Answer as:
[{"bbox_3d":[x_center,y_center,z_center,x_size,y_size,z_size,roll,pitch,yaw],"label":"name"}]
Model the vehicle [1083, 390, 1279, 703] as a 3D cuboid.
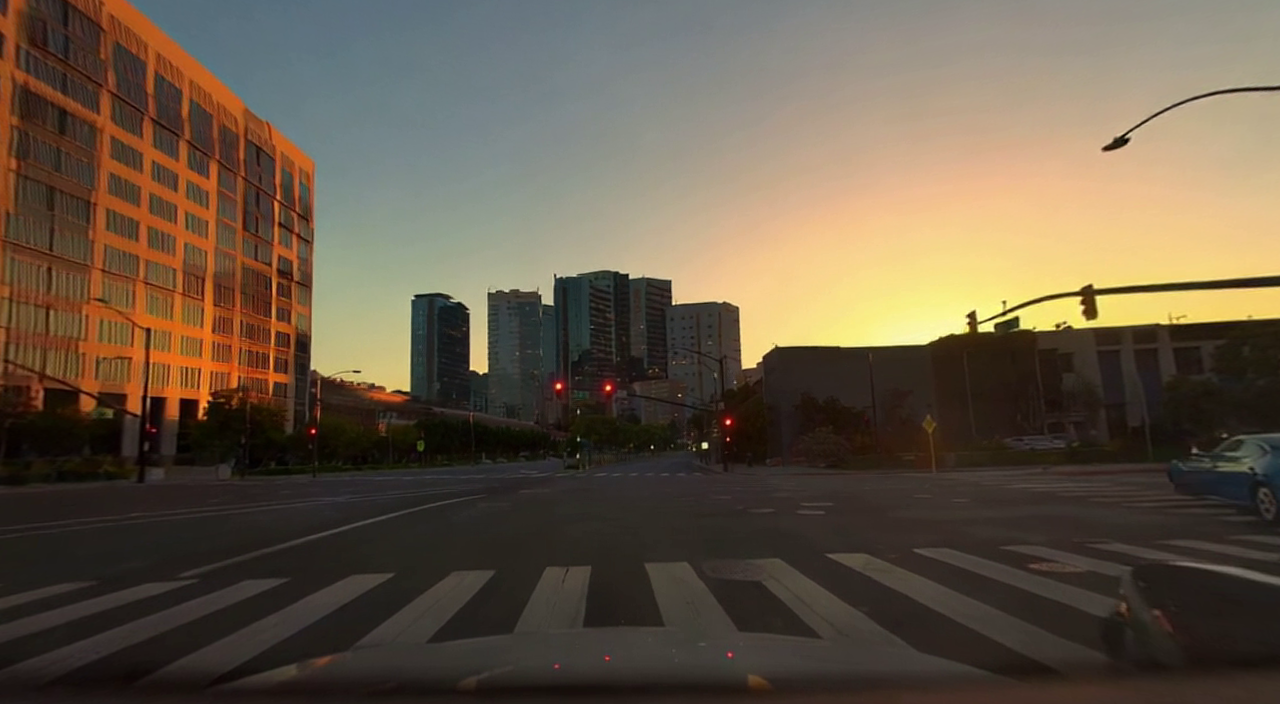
[{"bbox_3d":[3.185,0.669,0.520,2.089,1.539,4.767,0,-9,-1],"label":"vehicle"}]
